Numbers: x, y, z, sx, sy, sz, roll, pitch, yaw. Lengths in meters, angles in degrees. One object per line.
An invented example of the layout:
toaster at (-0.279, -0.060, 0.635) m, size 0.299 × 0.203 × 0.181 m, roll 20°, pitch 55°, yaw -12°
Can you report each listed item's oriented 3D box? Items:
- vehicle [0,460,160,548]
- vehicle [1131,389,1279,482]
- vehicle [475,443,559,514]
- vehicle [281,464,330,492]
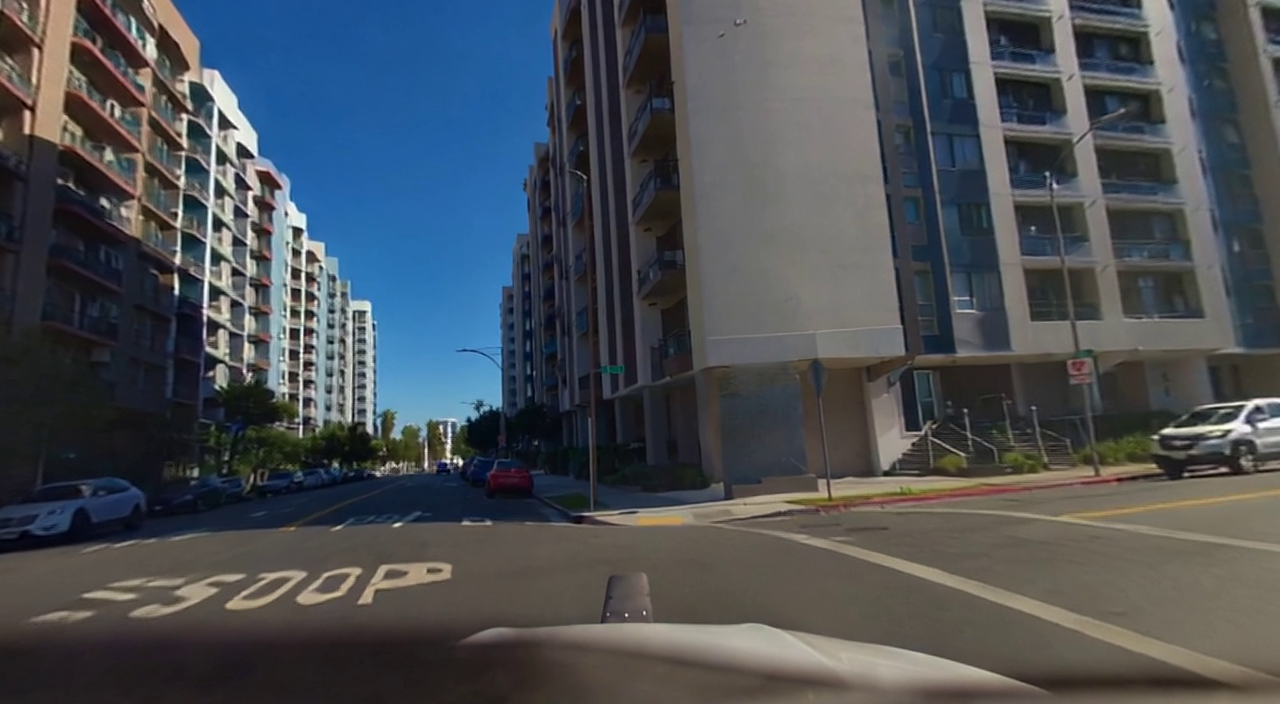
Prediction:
vehicle at (-14.972, 3.861, 16.636) m, size 2.140 × 1.874 × 4.475 m, roll 2°, pitch -9°, yaw -17°
vehicle at (15.750, 2.064, 16.482) m, size 4.259 × 2.102 × 2.376 m, roll -1°, pitch -5°, yaw -17°
vehicle at (-3.894, 3.774, 19.293) m, size 2.164 × 1.721 × 4.416 m, roll -2°, pitch -8°, yaw -15°
vehicle at (-22.314, 8.392, 42.192) m, size 2.032 × 1.641 × 4.162 m, roll 2°, pitch -9°, yaw -17°
